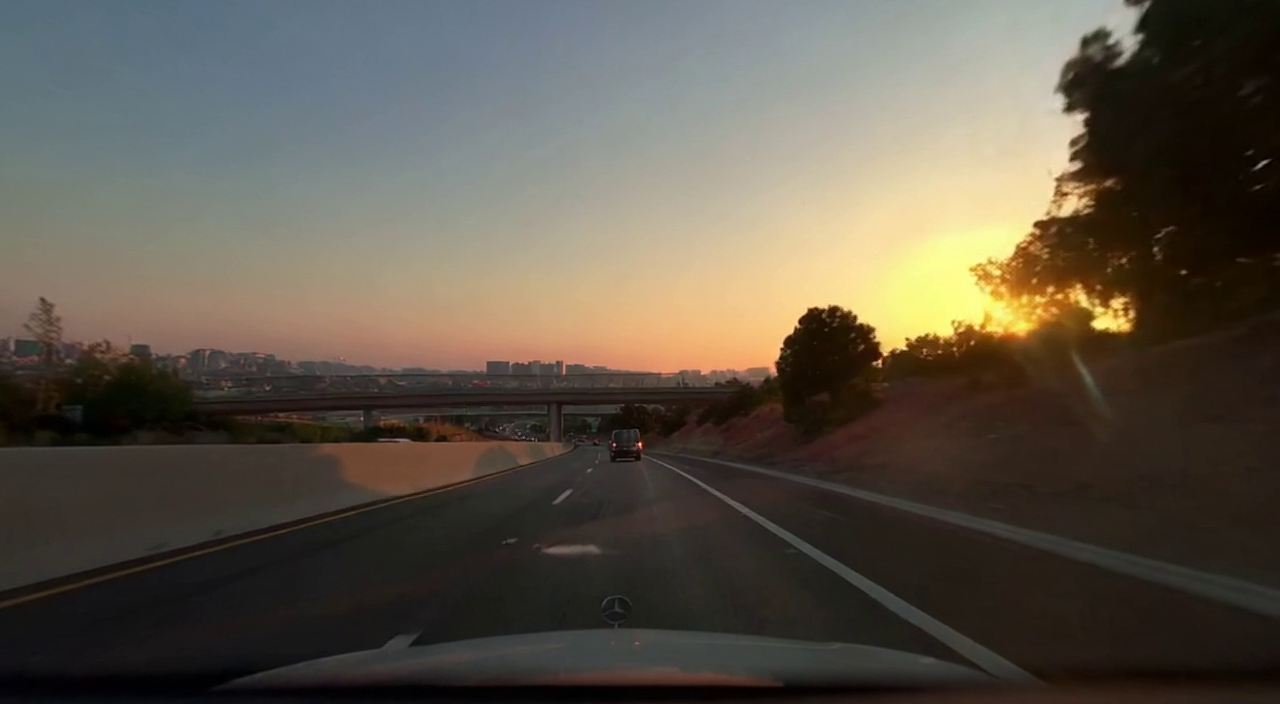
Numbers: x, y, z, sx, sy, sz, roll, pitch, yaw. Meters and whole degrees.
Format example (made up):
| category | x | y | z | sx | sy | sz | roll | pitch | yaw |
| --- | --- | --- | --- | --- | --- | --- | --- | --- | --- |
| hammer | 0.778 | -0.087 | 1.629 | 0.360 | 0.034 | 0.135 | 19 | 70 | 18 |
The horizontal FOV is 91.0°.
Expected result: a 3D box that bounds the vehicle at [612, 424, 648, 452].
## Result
| category | x | y | z | sx | sy | sz | roll | pitch | yaw |
| --- | --- | --- | --- | --- | --- | --- | --- | --- | --- |
| vehicle | -0.706 | 5.506 | 40.076 | 2.157 | 1.647 | 4.524 | 0 | -8 | -2 |
